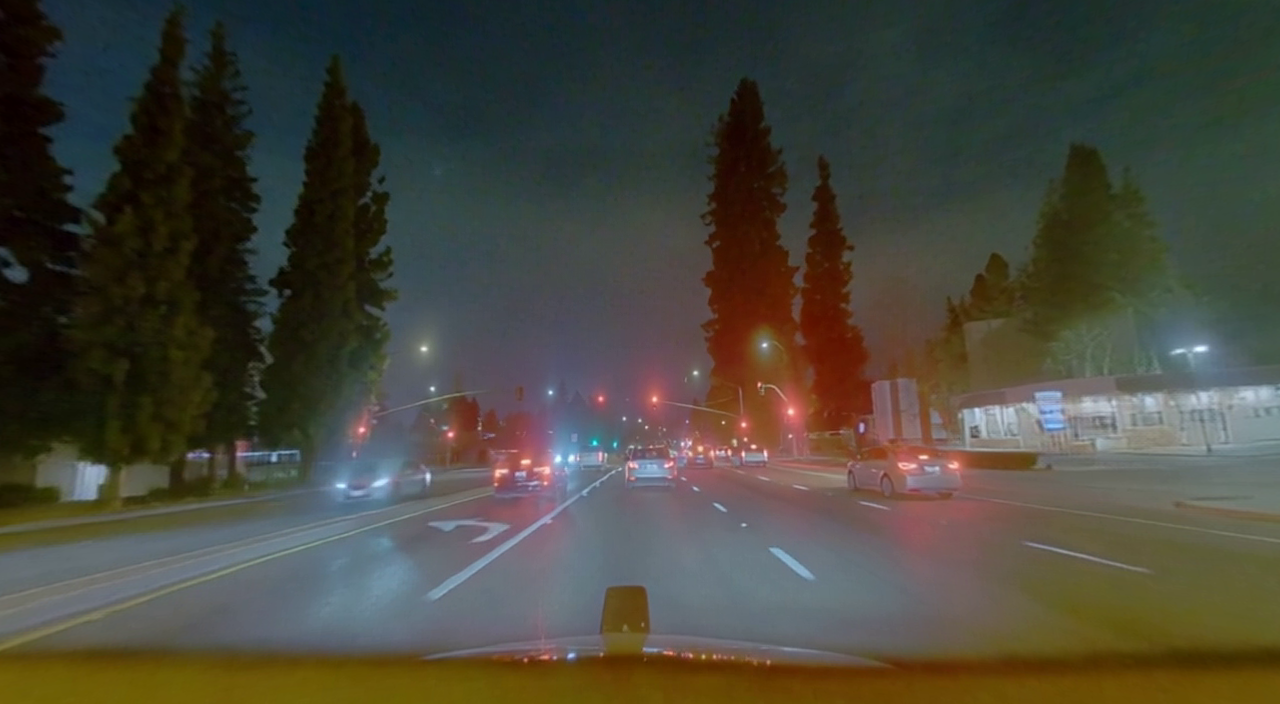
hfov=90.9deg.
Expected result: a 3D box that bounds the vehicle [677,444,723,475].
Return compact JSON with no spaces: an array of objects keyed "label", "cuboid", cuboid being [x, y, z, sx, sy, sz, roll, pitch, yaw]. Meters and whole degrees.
[{"label":"vehicle","cuboid":[3.116,5.664,33.473,1.988,1.528,4.144,0,-9,-1]}]

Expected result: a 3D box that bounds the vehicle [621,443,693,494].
[{"label":"vehicle","cuboid":[0.487,3.712,20.455,2.096,1.473,3.893,-1,-9,0]}]

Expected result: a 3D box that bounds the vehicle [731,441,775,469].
[{"label":"vehicle","cuboid":[7.393,6.789,41.744,2.044,1.701,4.397,0,-9,-1]}]

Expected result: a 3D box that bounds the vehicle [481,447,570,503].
[{"label":"vehicle","cuboid":[-3.319,3.638,19.215,1.938,1.472,4.399,-1,-9,-1]}]

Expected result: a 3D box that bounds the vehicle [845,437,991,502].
[{"label":"vehicle","cuboid":[7.310,3.114,17.174,1.892,1.515,4.400,0,-9,-1]}]

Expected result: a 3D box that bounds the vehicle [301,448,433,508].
[{"label":"vehicle","cuboid":[-8.477,3.909,20.091,2.212,1.652,4.376,-1,-9,1]}]

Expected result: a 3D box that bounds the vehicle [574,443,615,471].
[{"label":"vehicle","cuboid":[-2.864,6.673,40.228,2.219,1.699,4.090,-1,-9,1]}]
